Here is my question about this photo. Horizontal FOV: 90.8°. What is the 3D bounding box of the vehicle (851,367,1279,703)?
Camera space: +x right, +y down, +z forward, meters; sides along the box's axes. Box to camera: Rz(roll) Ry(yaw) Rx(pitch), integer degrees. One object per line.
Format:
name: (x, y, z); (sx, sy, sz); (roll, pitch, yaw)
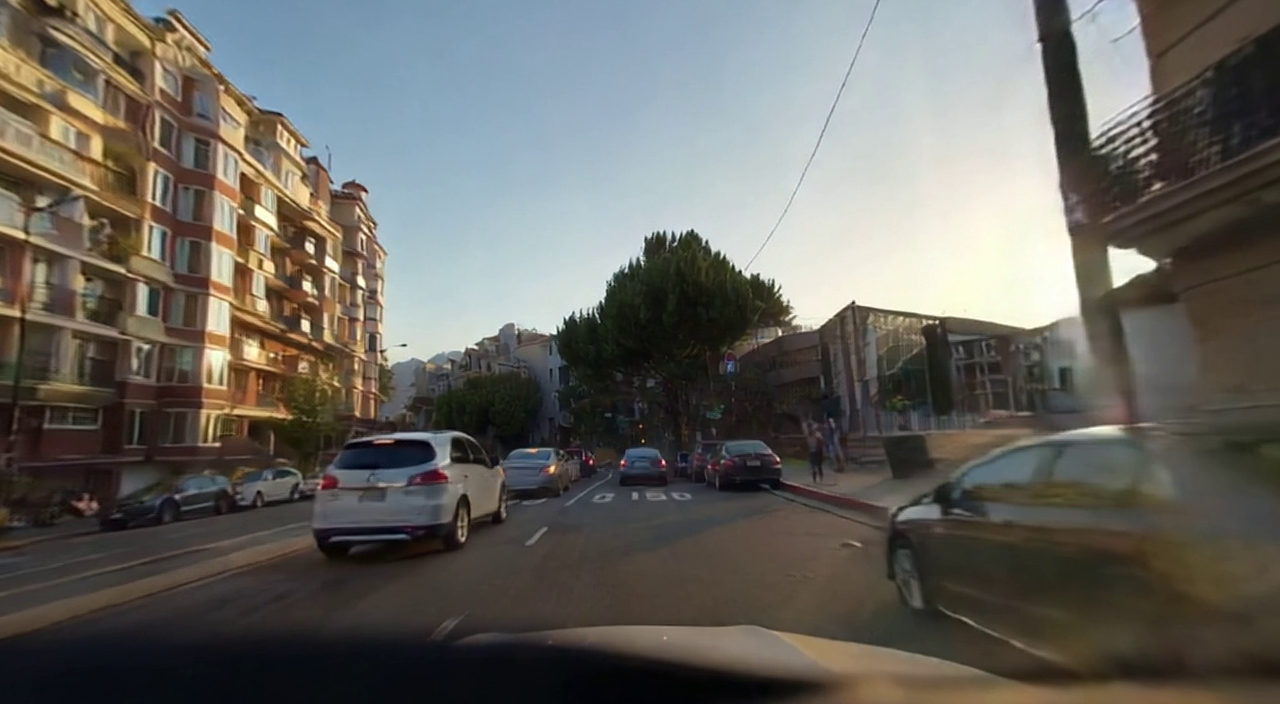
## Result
vehicle: (3.033, 1.034, 3.497); (2.077, 1.532, 4.694); (0, -8, 0)

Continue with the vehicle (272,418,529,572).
vehicle: (-3.055, 1.902, 9.288); (2.065, 1.705, 4.353); (0, -8, 0)

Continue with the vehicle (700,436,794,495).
vehicle: (2.941, 3.210, 18.328); (1.933, 1.501, 4.349); (0, -8, 0)

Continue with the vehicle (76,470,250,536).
vehicle: (-13.963, 4.389, 18.906); (1.844, 1.499, 4.421); (0, -8, -1)

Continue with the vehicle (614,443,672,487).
vehicle: (0.074, 4.189, 23.734); (2.026, 1.496, 3.701); (0, -8, -1)

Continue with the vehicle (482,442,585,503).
vehicle: (-2.816, 3.285, 17.791); (2.109, 1.477, 4.509); (0, -8, 0)
